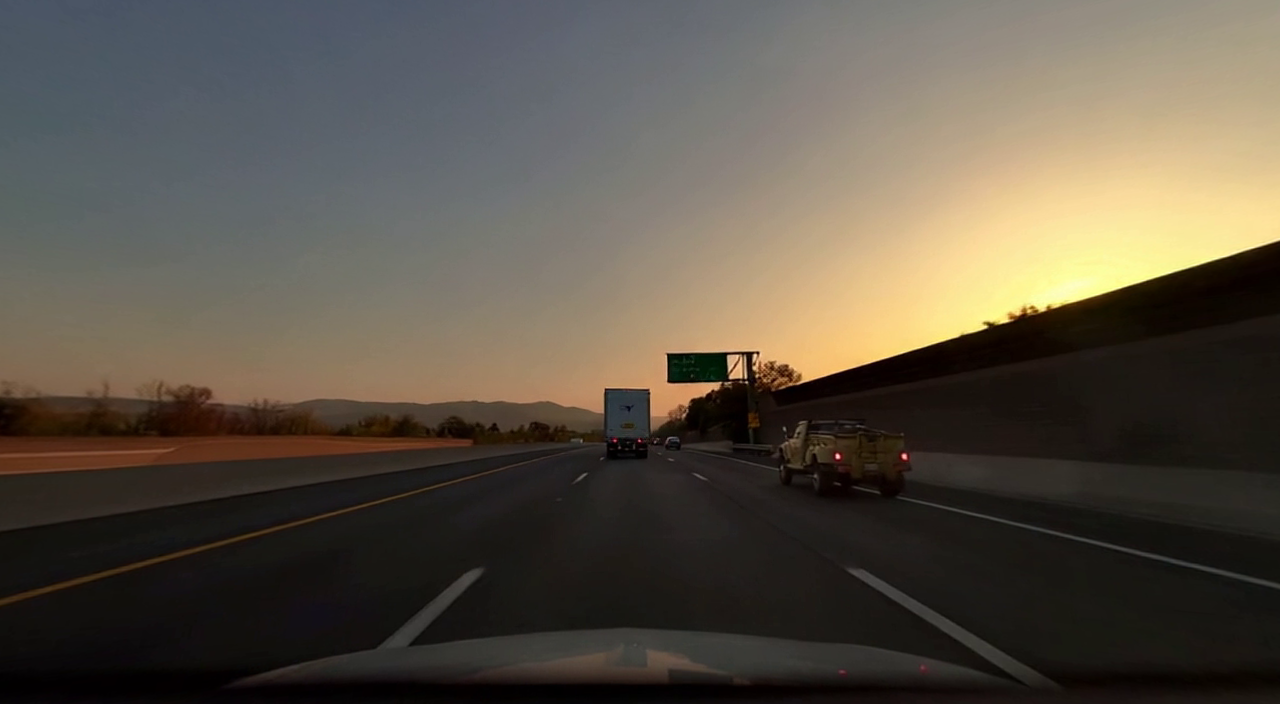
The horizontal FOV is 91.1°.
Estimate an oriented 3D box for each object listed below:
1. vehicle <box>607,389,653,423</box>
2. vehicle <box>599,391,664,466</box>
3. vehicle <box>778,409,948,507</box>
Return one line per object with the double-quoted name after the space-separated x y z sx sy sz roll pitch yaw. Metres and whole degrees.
-0.493 2.755 31.240 2.112 1.472 4.240 0 -8 -1 "vehicle"
-0.668 4.288 35.687 2.953 3.406 13.372 1 -7 -2 "vehicle"
4.729 2.310 14.247 2.091 1.829 4.625 0 -8 -1 "vehicle"
